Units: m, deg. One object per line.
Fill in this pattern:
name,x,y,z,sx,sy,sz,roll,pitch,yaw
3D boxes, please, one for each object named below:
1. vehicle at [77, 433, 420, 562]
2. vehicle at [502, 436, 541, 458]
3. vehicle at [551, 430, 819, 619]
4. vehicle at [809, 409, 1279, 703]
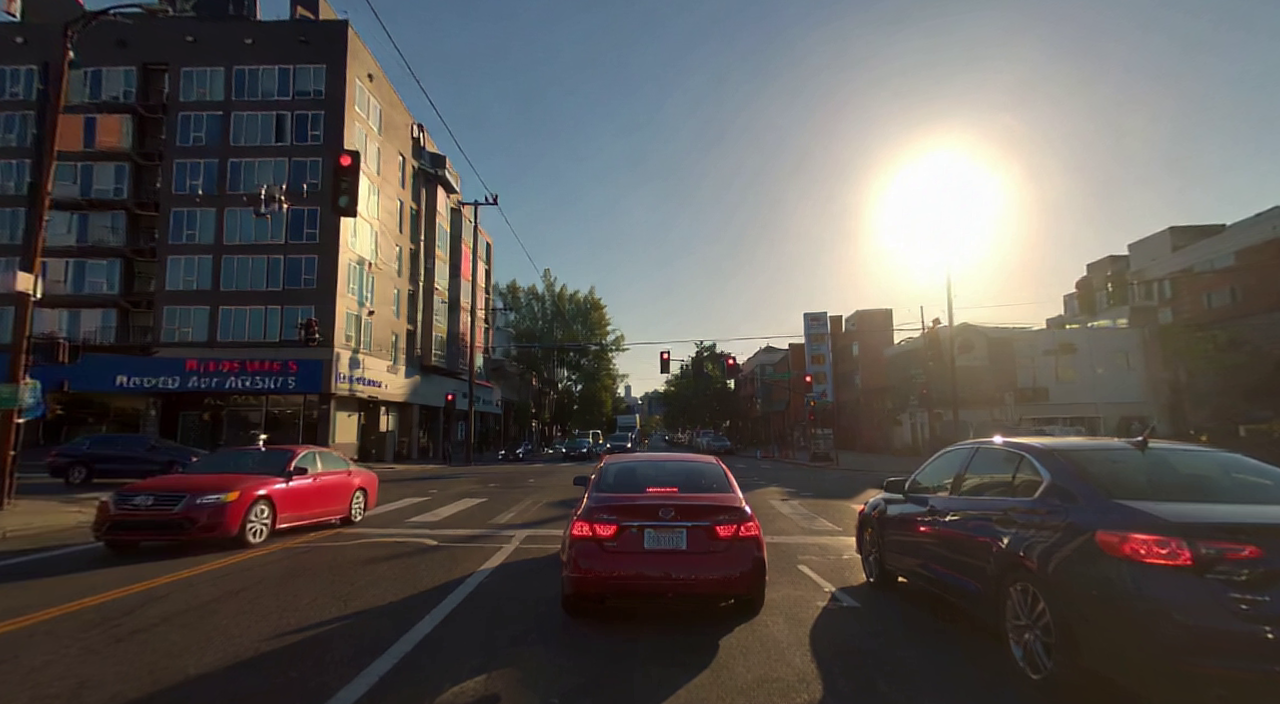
vehicle,-5.828,2.146,10.161,1.953,1.564,4.344,-3,-9,19
vehicle,-9.053,7.285,48.395,2.030,1.596,3.912,-1,-8,3
vehicle,0.247,1.662,7.085,2.132,1.464,4.089,0,-8,-3
vehicle,2.811,1.287,4.568,1.961,1.498,4.356,0,-8,0
